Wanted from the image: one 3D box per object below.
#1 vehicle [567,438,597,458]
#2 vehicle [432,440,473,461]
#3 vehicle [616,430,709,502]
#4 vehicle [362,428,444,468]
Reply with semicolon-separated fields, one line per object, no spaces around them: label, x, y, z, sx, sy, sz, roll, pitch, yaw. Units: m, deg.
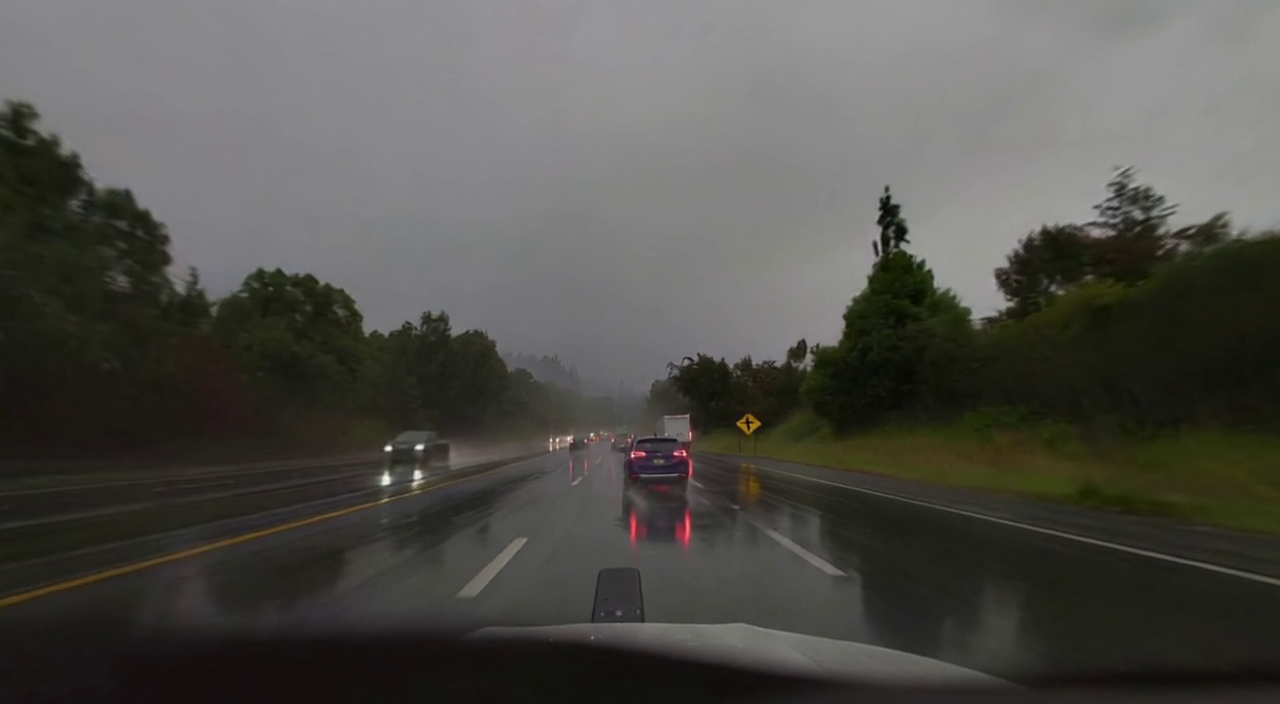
vehicle;-4.496;7.491;49.540;2.055;1.466;4.317;0;-8;-1
vehicle;-14.532;7.613;48.981;1.799;1.458;4.337;0;-8;1
vehicle;0.388;2.720;15.685;1.961;1.495;4.743;0;-8;-2
vehicle;-11.778;4.794;31.715;2.296;1.836;4.901;0;-8;-1
